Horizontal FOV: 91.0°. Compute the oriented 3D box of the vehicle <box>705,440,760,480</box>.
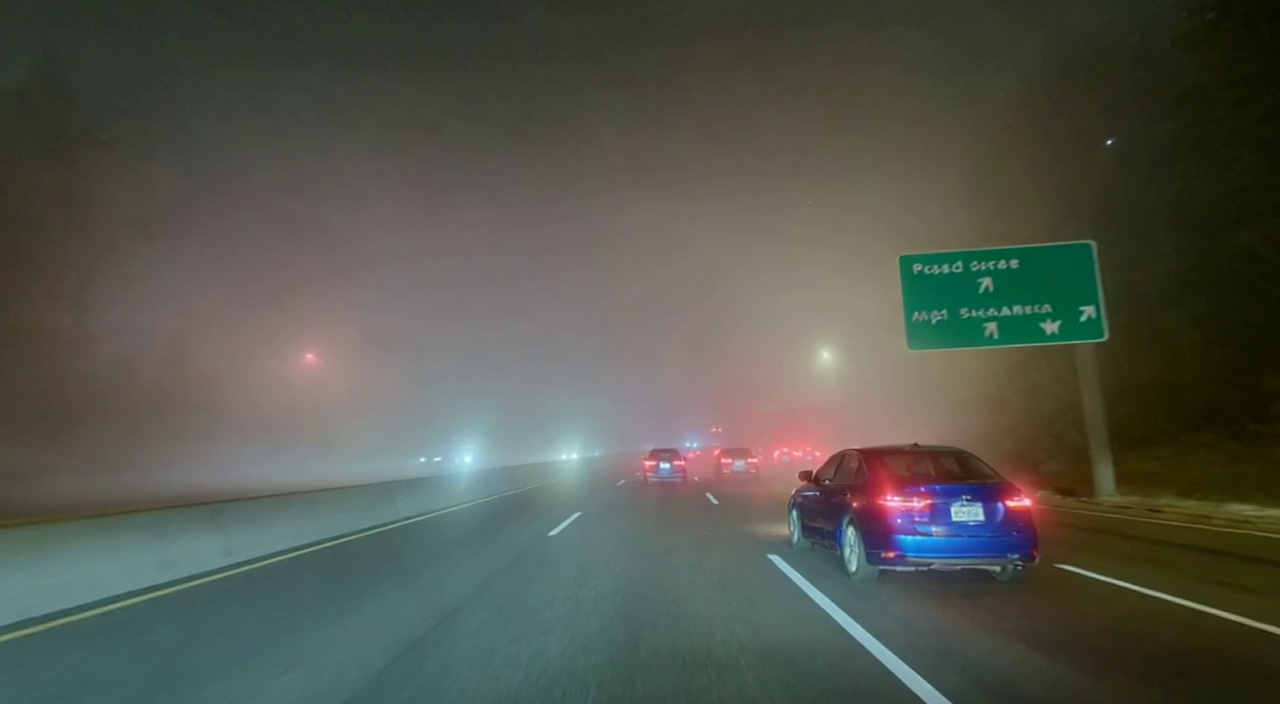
[{"bbox_3d":[4.186,4.965,29.109,2.076,1.684,4.241,0,-9,3],"label":"vehicle"}]

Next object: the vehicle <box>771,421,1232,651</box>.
[{"bbox_3d":[2.852,1.559,6.468,2.009,1.489,4.559,0,-9,0],"label":"vehicle"}]

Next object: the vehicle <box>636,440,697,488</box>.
[{"bbox_3d":[1.001,4.132,23.420,2.074,1.614,3.803,0,-9,3],"label":"vehicle"}]
